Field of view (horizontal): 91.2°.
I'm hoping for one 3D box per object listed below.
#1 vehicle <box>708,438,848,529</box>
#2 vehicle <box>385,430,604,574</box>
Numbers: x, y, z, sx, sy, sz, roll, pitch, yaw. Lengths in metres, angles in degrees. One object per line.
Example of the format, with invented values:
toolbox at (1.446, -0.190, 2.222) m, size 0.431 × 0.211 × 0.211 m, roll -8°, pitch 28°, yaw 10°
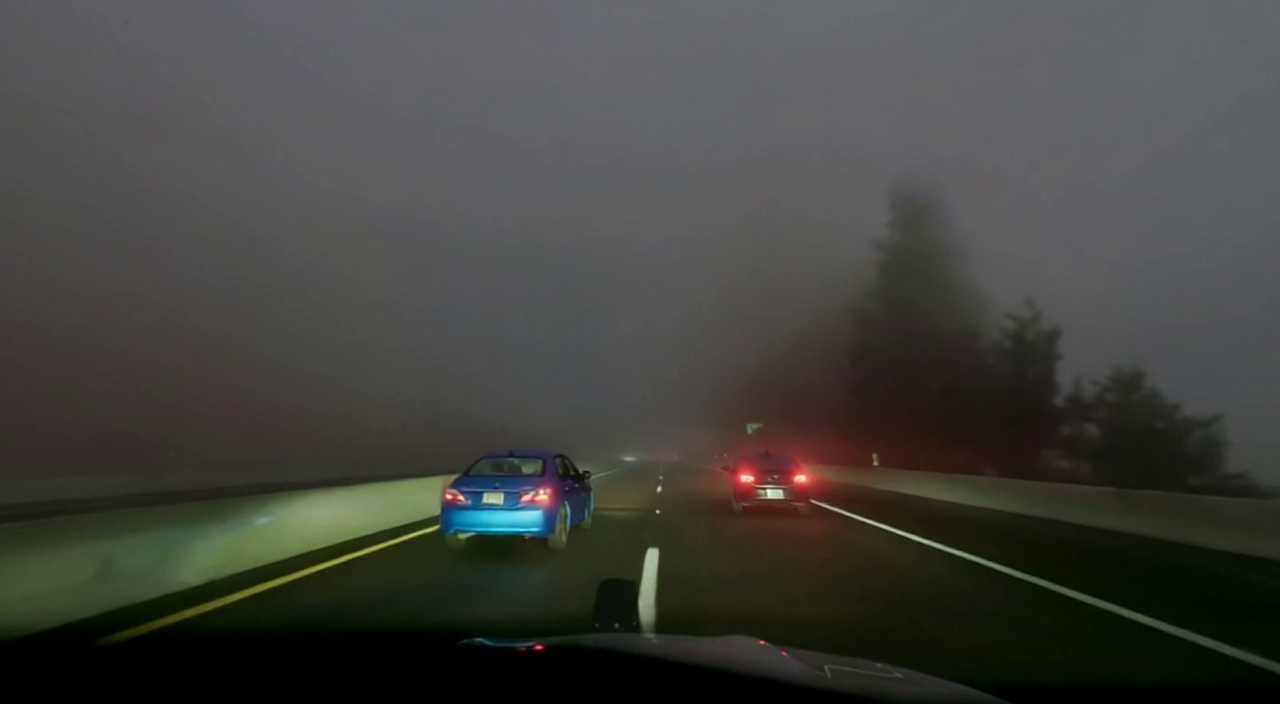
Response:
vehicle at (2.590, 2.585, 12.856) m, size 2.021 × 1.533 × 4.014 m, roll -1°, pitch -9°, yaw 1°
vehicle at (-1.718, 1.973, 9.046) m, size 2.083 × 1.548 × 4.251 m, roll -1°, pitch -9°, yaw 1°
